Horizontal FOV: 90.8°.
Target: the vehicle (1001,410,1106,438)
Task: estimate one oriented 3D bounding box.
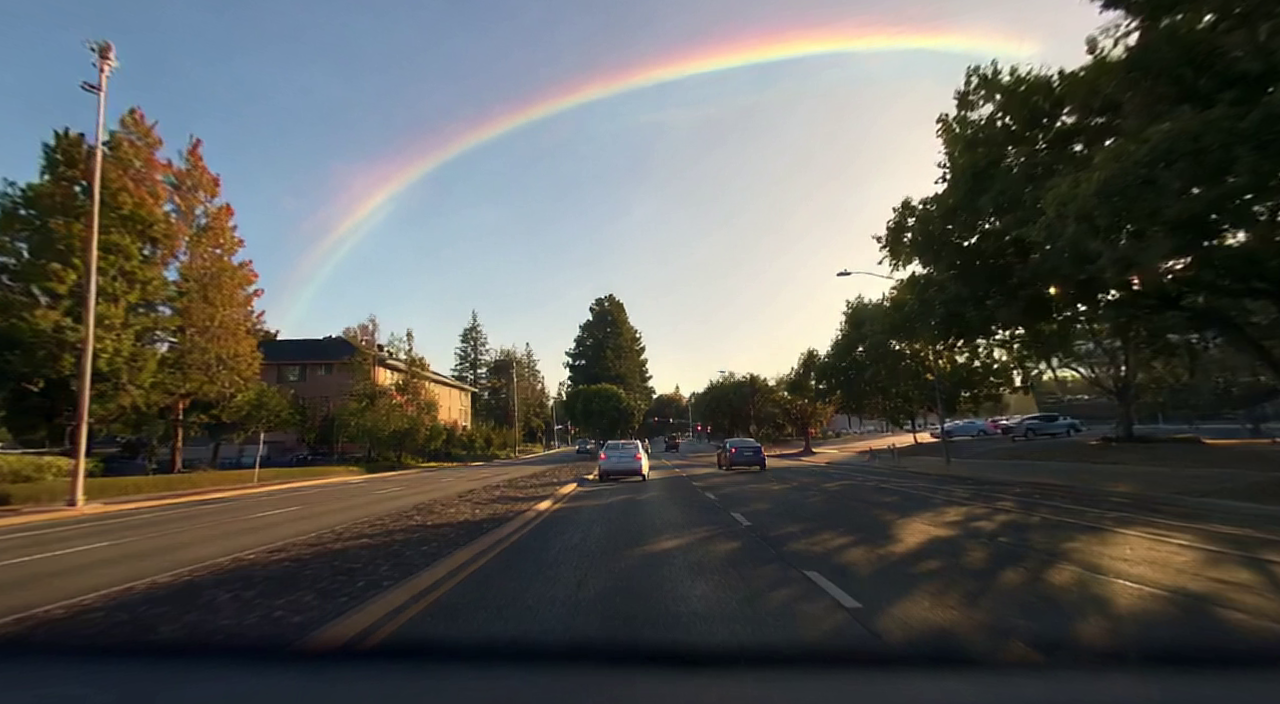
[{"bbox_3d":[22.607,3.951,34.636,4.441,1.444,1.870,0,-7,0],"label":"vehicle"}]

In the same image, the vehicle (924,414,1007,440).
[{"bbox_3d":[22.247,5.166,43.248,4.531,1.432,1.949,-4,-8,0],"label":"vehicle"}]

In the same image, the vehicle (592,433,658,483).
[{"bbox_3d":[-0.477,3.811,22.967,2.181,1.639,4.127,0,-8,0],"label":"vehicle"}]

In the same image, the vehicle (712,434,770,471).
[{"bbox_3d":[4.703,4.722,29.952,1.987,1.613,4.081,0,-8,-1],"label":"vehicle"}]
